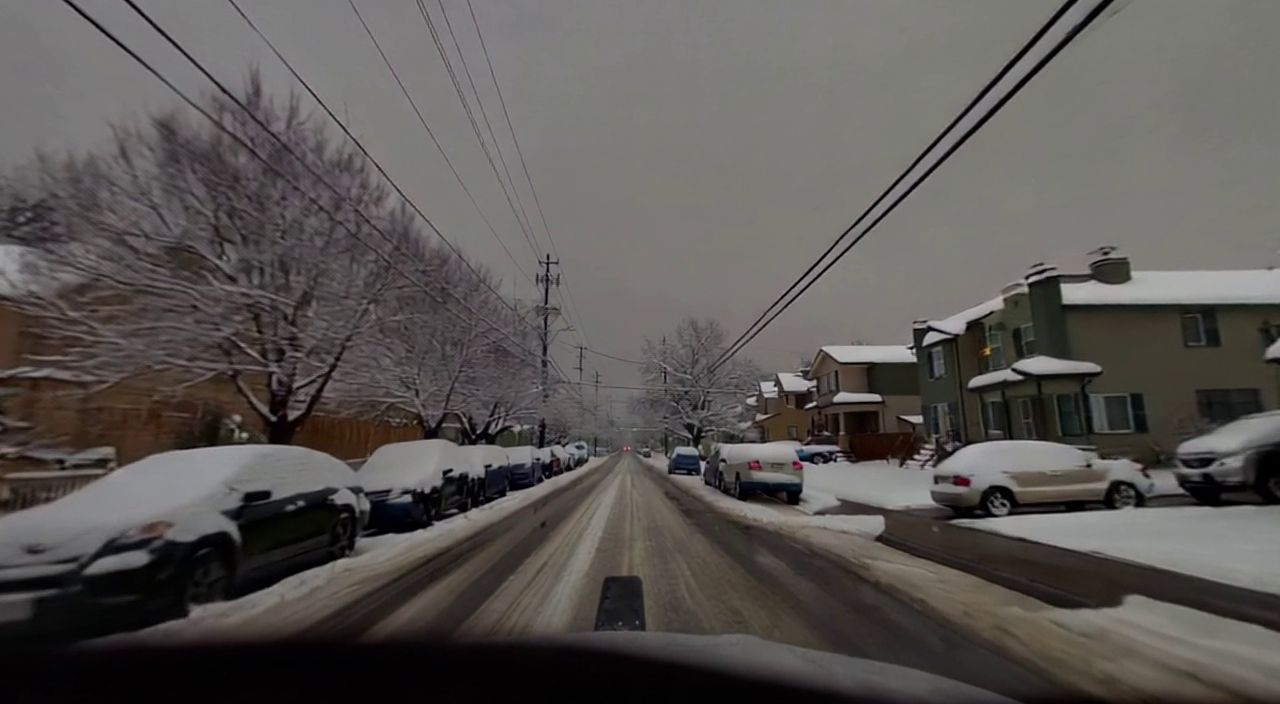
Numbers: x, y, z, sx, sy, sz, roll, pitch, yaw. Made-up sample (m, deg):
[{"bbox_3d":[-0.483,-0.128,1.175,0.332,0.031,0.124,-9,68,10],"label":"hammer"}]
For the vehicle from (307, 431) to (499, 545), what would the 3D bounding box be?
[{"bbox_3d":[-3.920,2.296,11.285,1.876,1.645,3.911,0,-9,0],"label":"vehicle"}]

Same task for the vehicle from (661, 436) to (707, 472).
[{"bbox_3d":[2.819,6.729,41.751,2.564,2.155,6.053,0,-9,0],"label":"vehicle"}]

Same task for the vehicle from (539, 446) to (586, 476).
[{"bbox_3d":[-4.094,5.864,34.036,1.979,1.471,4.366,1,-10,0],"label":"vehicle"}]

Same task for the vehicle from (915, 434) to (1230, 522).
[{"bbox_3d":[7.889,2.322,11.911,4.480,1.497,1.884,0,-9,2],"label":"vehicle"}]

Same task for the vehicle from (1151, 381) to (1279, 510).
[{"bbox_3d":[13.956,1.767,12.059,6.412,2.204,2.247,0,-9,-2],"label":"vehicle"}]

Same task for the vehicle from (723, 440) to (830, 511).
[{"bbox_3d":[3.350,3.115,16.337,1.916,1.587,3.986,0,-9,1],"label":"vehicle"}]

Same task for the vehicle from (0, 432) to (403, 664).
[{"bbox_3d":[-4.101,1.613,6.341,1.745,1.490,4.304,0,-9,0],"label":"vehicle"}]
